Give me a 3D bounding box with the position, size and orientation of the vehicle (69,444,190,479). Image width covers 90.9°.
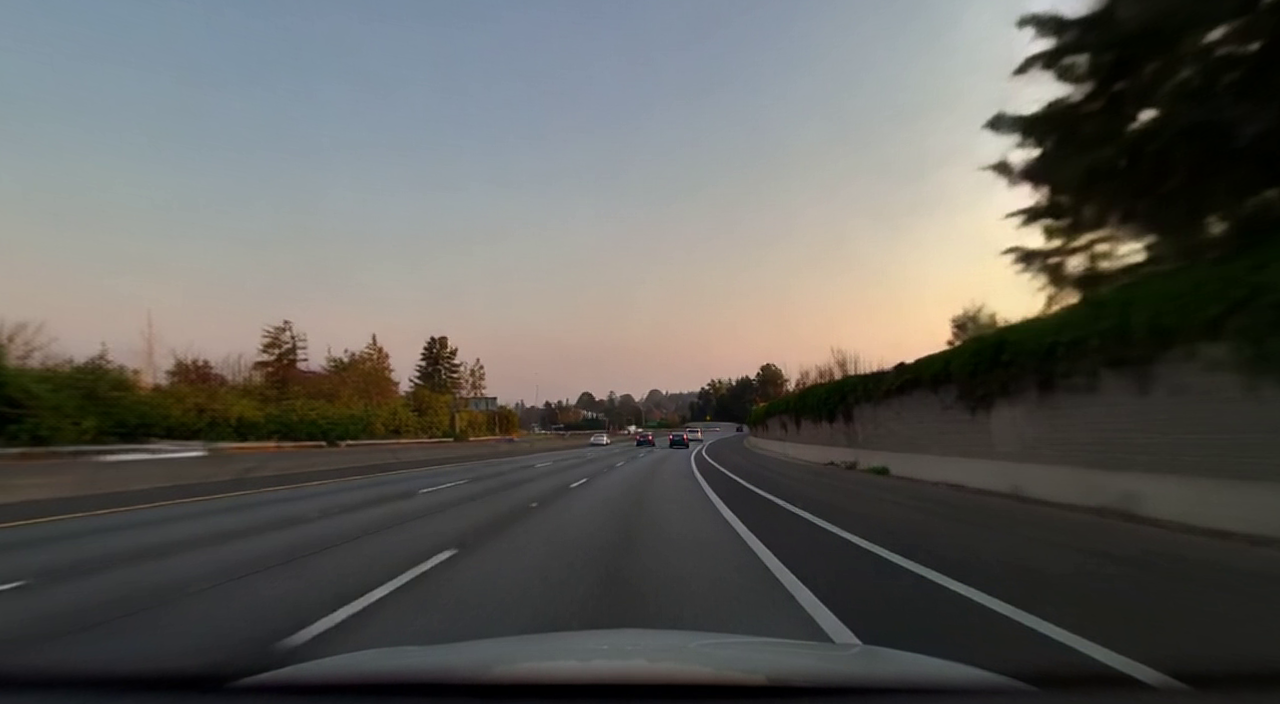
[{"bbox_3d":[-24.637,5.255,30.684,1.857,1.523,4.621,0,-8,3],"label":"vehicle"}]
